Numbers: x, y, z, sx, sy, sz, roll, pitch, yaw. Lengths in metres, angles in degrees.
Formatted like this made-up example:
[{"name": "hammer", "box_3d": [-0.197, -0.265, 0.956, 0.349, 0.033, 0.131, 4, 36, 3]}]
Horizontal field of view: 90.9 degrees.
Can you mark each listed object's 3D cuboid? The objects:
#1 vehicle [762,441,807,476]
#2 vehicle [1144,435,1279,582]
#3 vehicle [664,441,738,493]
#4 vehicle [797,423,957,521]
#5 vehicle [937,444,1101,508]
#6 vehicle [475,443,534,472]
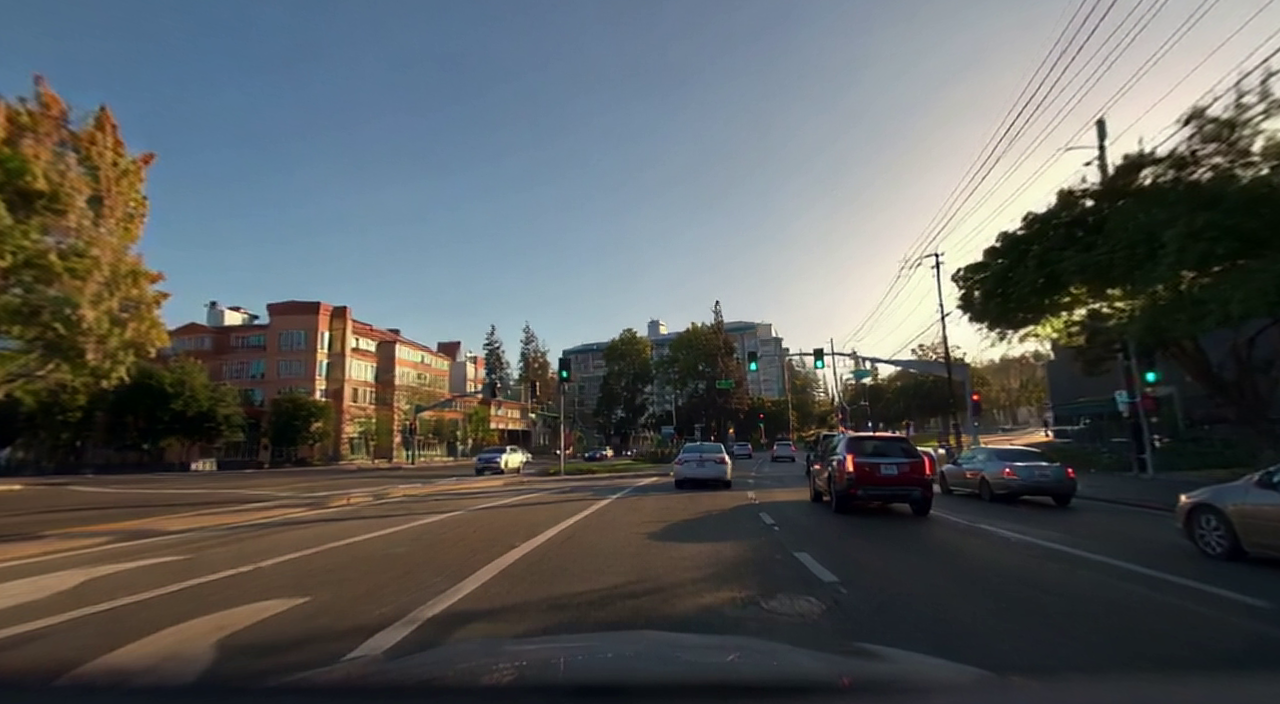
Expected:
[{"name": "vehicle", "box_3d": [7.161, 5.290, 31.510, 1.896, 1.612, 4.203, -2, -9, 9]}, {"name": "vehicle", "box_3d": [7.363, 1.492, 5.783, 1.866, 1.471, 4.478, 0, -9, 2]}, {"name": "vehicle", "box_3d": [2.126, 3.753, 20.974, 2.168, 1.527, 4.174, -2, -9, 9]}, {"name": "vehicle", "box_3d": [5.062, 2.614, 14.321, 2.119, 1.810, 4.848, -1, -9, 5]}, {"name": "vehicle", "box_3d": [9.857, 3.223, 16.906, 1.882, 1.463, 4.543, -1, -9, 5]}, {"name": "vehicle", "box_3d": [-8.674, 6.805, 40.840, 2.057, 1.705, 4.754, -2, -9, 10]}]
